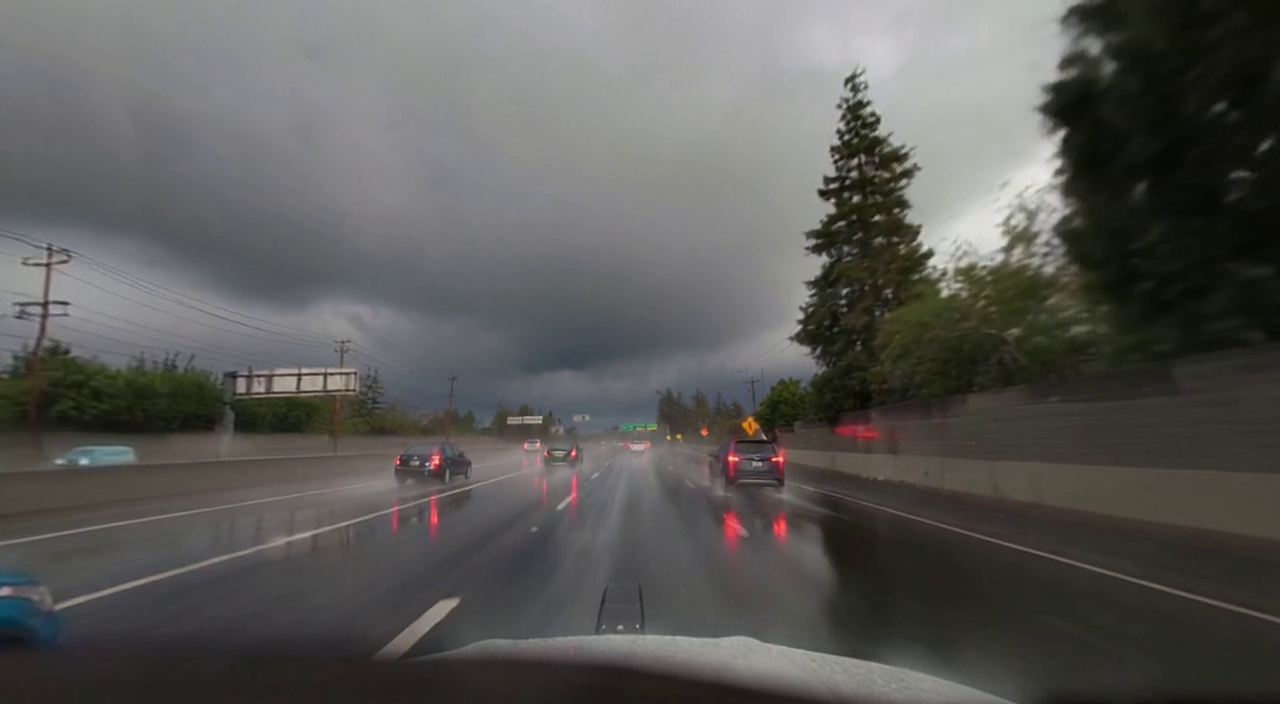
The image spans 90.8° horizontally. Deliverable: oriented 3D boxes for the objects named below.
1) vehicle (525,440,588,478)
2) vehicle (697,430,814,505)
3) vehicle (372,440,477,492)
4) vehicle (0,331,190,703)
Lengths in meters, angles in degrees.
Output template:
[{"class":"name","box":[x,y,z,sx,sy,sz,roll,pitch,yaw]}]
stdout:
[{"class":"vehicle","box":[-3.455,4.541,27.081,2.066,1.488,4.377,0,-8,1]},{"class":"vehicle","box":[2.806,2.925,16.463,2.100,1.659,4.387,0,-8,-1]},{"class":"vehicle","box":[-6.713,3.575,20.209,1.903,1.482,4.180,0,-8,-1]},{"class":"vehicle","box":[-3.236,0.595,0.835,2.104,1.707,4.338,0,-8,-1]}]
